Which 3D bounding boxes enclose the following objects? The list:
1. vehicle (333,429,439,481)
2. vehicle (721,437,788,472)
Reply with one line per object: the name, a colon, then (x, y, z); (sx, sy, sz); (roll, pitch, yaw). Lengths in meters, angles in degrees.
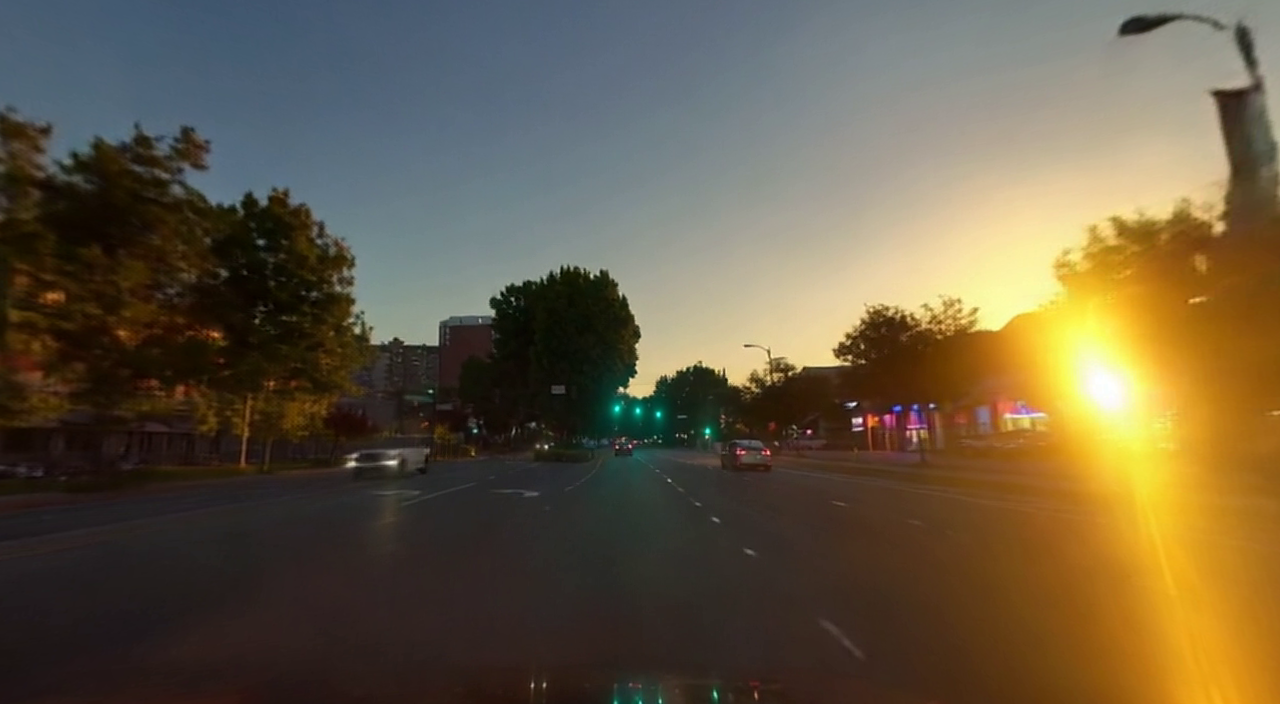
vehicle: (-10.847, 4.436, 27.573); (2.290, 1.989, 5.924); (0, -8, -2)
vehicle: (5.168, 4.719, 29.231); (2.024, 1.475, 4.600); (0, -8, -3)
